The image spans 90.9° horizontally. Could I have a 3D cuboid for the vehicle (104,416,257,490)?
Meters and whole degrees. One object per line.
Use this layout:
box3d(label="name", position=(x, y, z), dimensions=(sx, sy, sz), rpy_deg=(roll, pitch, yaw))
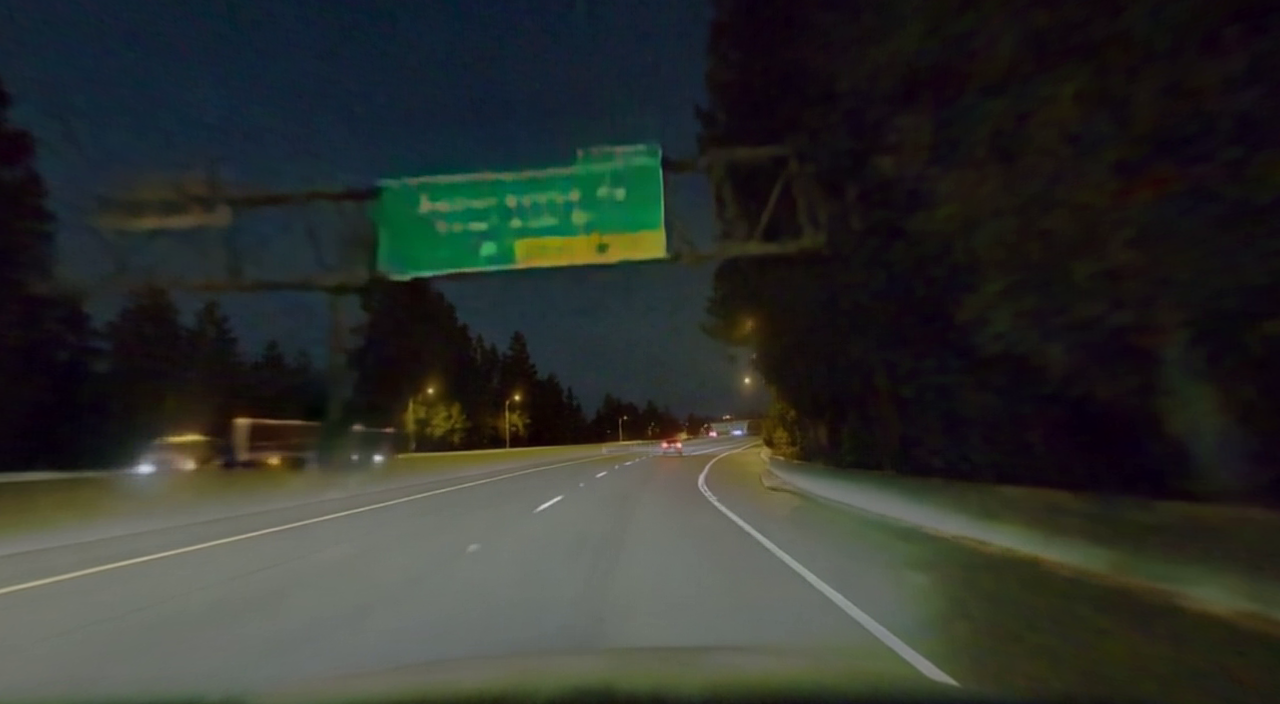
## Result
box3d(label="vehicle", position=(-28.274, 6.272, 39.501), dimensions=(3.008, 4.074, 8.176), rpy_deg=(-1, -8, 2))
